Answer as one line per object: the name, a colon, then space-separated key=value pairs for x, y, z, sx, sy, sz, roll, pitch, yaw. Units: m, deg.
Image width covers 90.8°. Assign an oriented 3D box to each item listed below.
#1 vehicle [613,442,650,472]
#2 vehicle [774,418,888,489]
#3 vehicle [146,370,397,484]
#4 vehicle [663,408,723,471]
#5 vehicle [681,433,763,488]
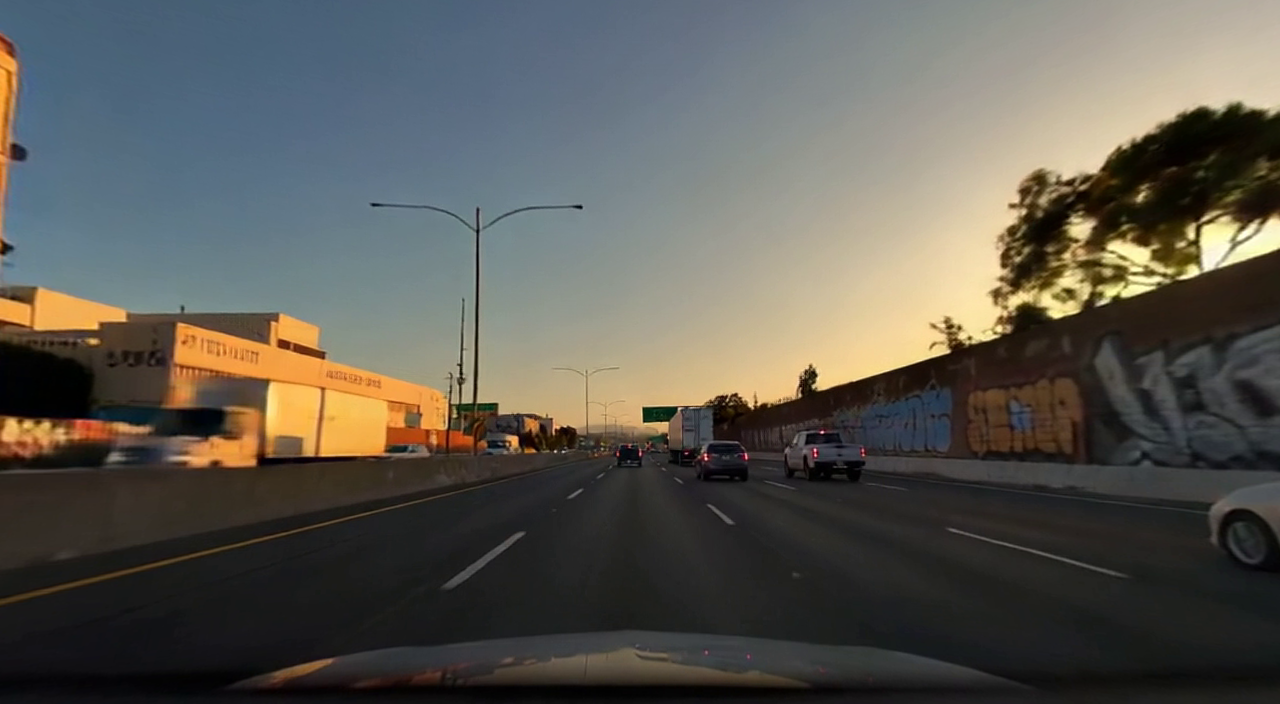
vehicle: x=-0.510 y=6.144 z=37.112 sx=2.073 sy=1.640 sz=3.990 roll=0 pitch=-9 yaw=-1
vehicle: x=7.147 y=3.928 z=24.629 sx=2.322 sy=2.360 sz=6.433 roll=0 pitch=-9 yaw=-1
vehicle: x=-14.064 y=3.303 z=26.257 sx=3.011 sy=3.586 sz=12.393 roll=0 pitch=-9 yaw=0
vehicle: x=3.422 y=6.141 z=43.805 sx=2.976 sy=3.806 sz=10.591 roll=0 pitch=-9 yaw=-2
vehicle: x=2.967 y=4.111 z=24.228 sx=2.249 sy=1.843 sz=5.176 roll=0 pitch=-9 yaw=-2
